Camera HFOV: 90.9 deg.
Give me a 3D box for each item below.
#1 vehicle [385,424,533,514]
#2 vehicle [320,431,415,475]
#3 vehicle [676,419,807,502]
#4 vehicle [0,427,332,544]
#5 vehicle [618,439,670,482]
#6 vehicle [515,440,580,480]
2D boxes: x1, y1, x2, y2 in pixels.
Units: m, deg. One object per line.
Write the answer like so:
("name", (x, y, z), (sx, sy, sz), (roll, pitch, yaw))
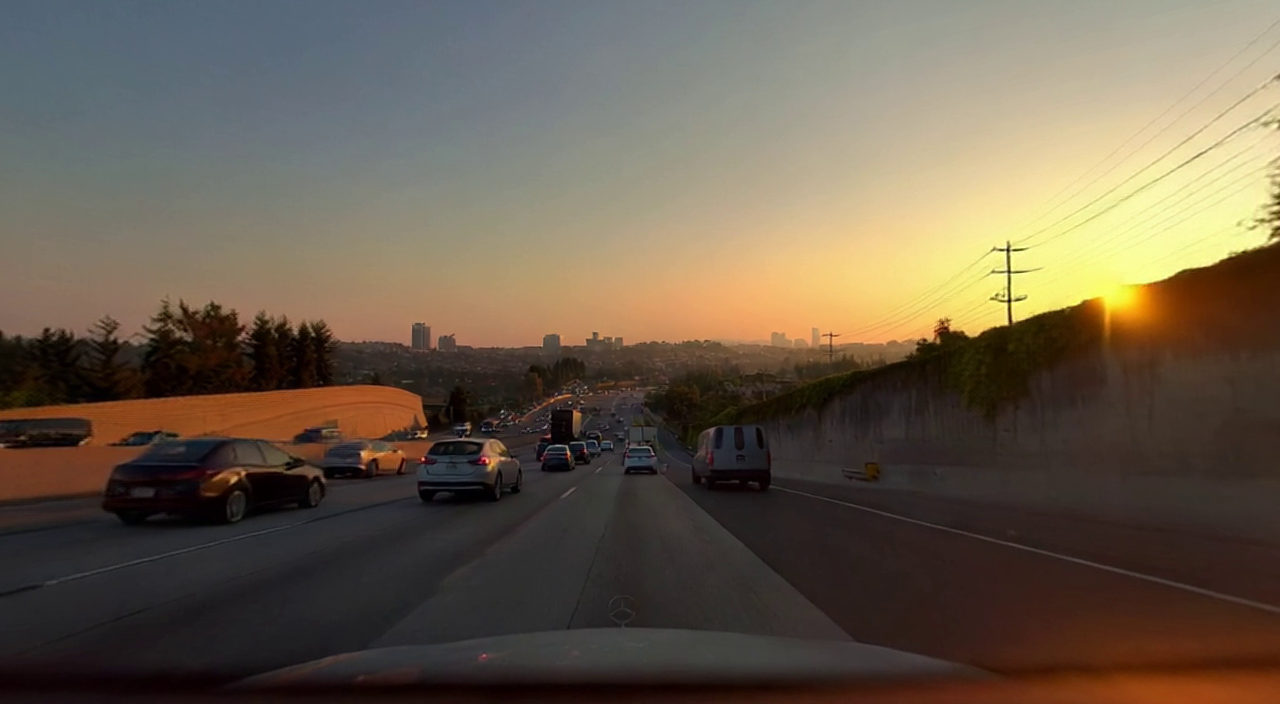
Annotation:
("vehicle", (-3.872, 2.589, 14.461), (2.026, 1.719, 4.490), (0, -8, 0))
("vehicle", (-11.207, 4.194, 26.330), (1.897, 1.655, 4.543), (0, -8, 1))
("vehicle", (2.816, 3.253, 19.398), (2.793, 2.132, 5.682), (0, -8, -3))
("vehicle", (-7.442, 2.112, 10.755), (1.985, 1.529, 4.710), (0, -8, 0))
("vehicle", (0.162, 4.620, 27.193), (2.092, 1.671, 3.889), (0, -8, 0))
("vehicle", (-3.866, 4.584, 27.148), (2.049, 1.530, 4.707), (0, -8, 1))
